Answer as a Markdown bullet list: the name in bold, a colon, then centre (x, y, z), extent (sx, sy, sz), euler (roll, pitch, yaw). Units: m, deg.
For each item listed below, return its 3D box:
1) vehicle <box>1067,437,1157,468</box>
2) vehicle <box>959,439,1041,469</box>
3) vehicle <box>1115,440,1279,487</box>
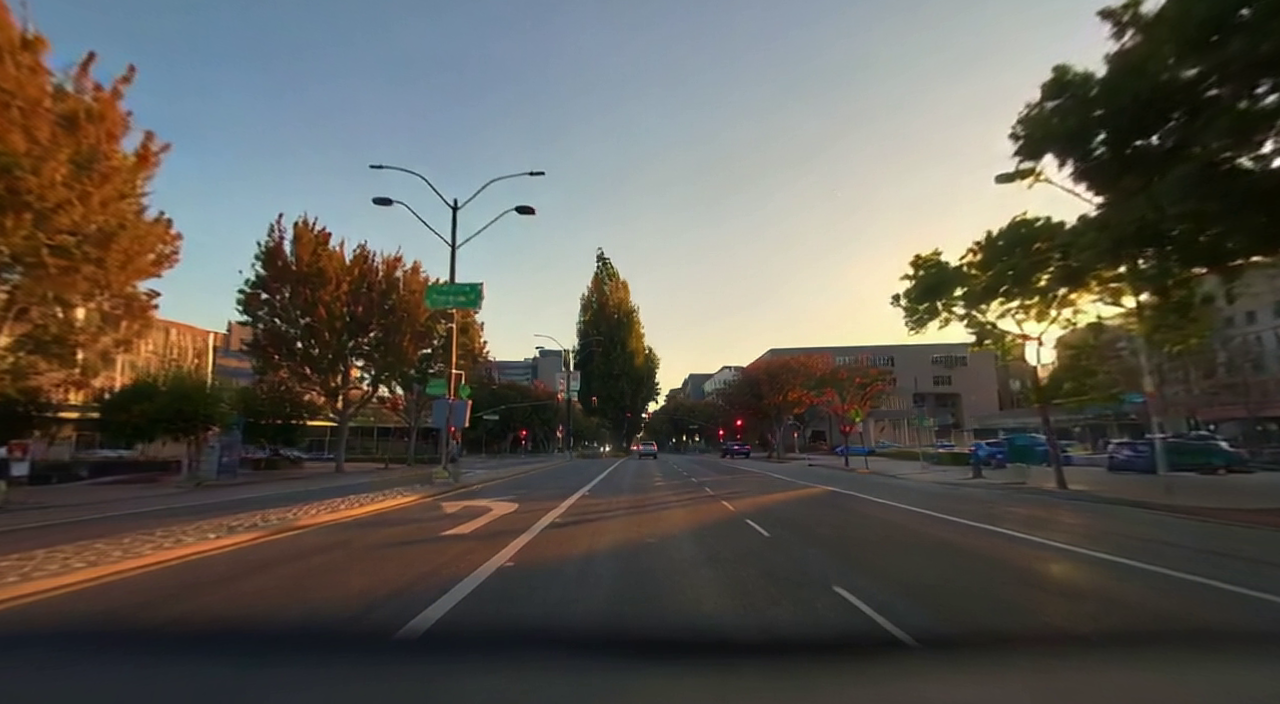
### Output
- **vehicle**: centre (24.900, 5.317, 33.417), extent (1.736, 1.516, 4.047), euler (0, -8, 3)
- **vehicle**: centre (19.261, 5.474, 33.977), extent (1.842, 1.495, 4.474), euler (0, -8, 1)
- **vehicle**: centre (18.876, 3.699, 21.157), extent (4.348, 1.448, 1.976), euler (-5, -10, 30)
